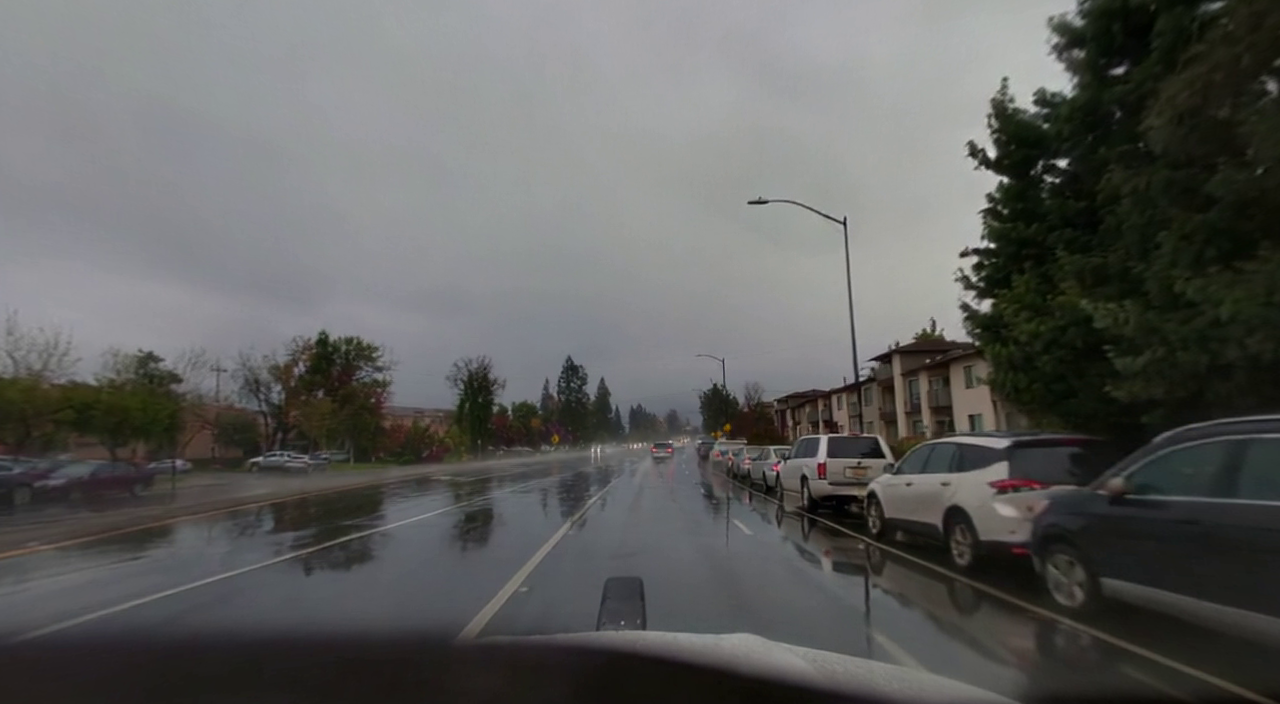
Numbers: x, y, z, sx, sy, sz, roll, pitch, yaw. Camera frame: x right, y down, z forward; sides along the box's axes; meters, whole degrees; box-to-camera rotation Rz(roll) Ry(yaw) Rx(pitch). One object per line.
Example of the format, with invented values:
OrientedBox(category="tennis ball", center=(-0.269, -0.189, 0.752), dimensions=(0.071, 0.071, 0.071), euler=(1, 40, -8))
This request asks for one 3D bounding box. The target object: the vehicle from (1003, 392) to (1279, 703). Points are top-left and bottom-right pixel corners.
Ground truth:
OrientedBox(category="vehicle", center=(4.427, 1.112, 3.837), dimensions=(2.011, 1.649, 4.001), euler=(0, -9, 0))

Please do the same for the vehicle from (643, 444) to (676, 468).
OrientedBox(category="vehicle", center=(1.290, 6.727, 40.953), dimensions=(2.011, 1.480, 4.170), euler=(-1, -9, 2))

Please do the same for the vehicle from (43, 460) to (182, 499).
OrientedBox(category="vehicle", center=(-23.086, 5.572, 27.884), dimensions=(1.909, 1.451, 4.757), euler=(-1, -9, 2))
